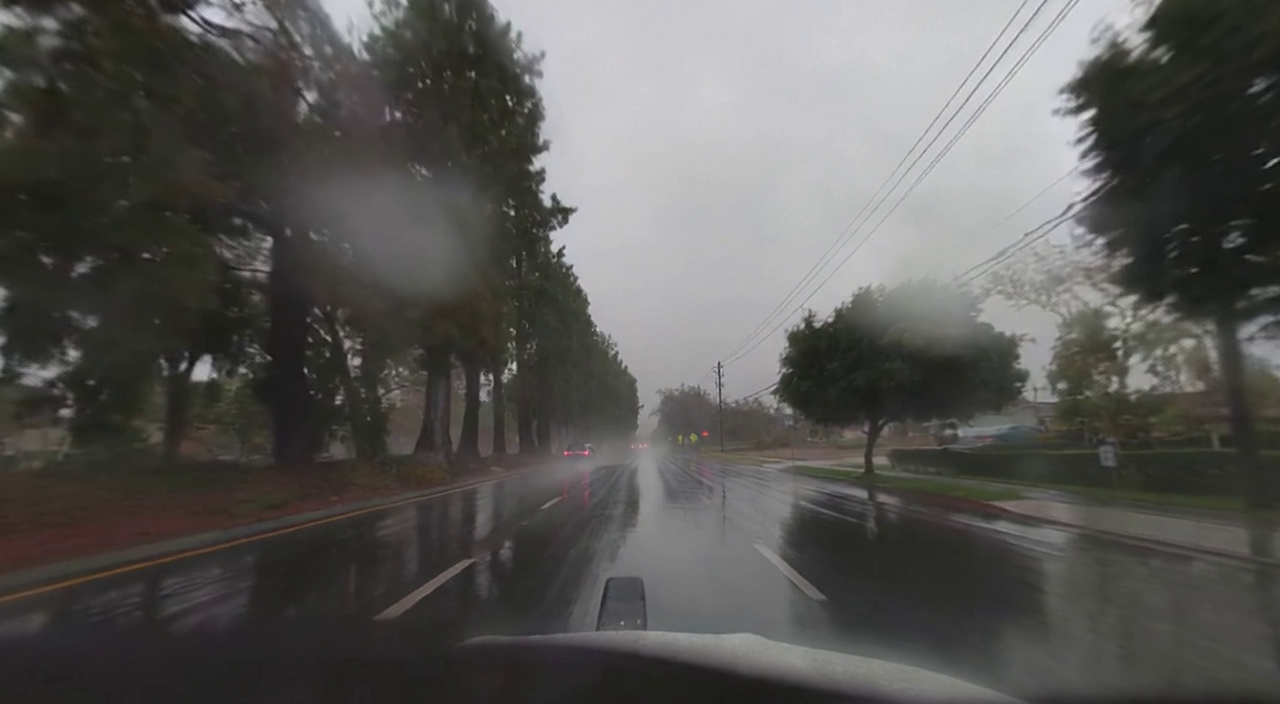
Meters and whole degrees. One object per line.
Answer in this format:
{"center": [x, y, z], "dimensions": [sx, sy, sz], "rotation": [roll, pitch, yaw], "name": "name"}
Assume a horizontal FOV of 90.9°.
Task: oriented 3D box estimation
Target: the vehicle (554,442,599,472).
{"center": [-3.445, 5.764, 34.800], "dimensions": [2.007, 1.514, 4.049], "rotation": [-1, -8, 1], "name": "vehicle"}
